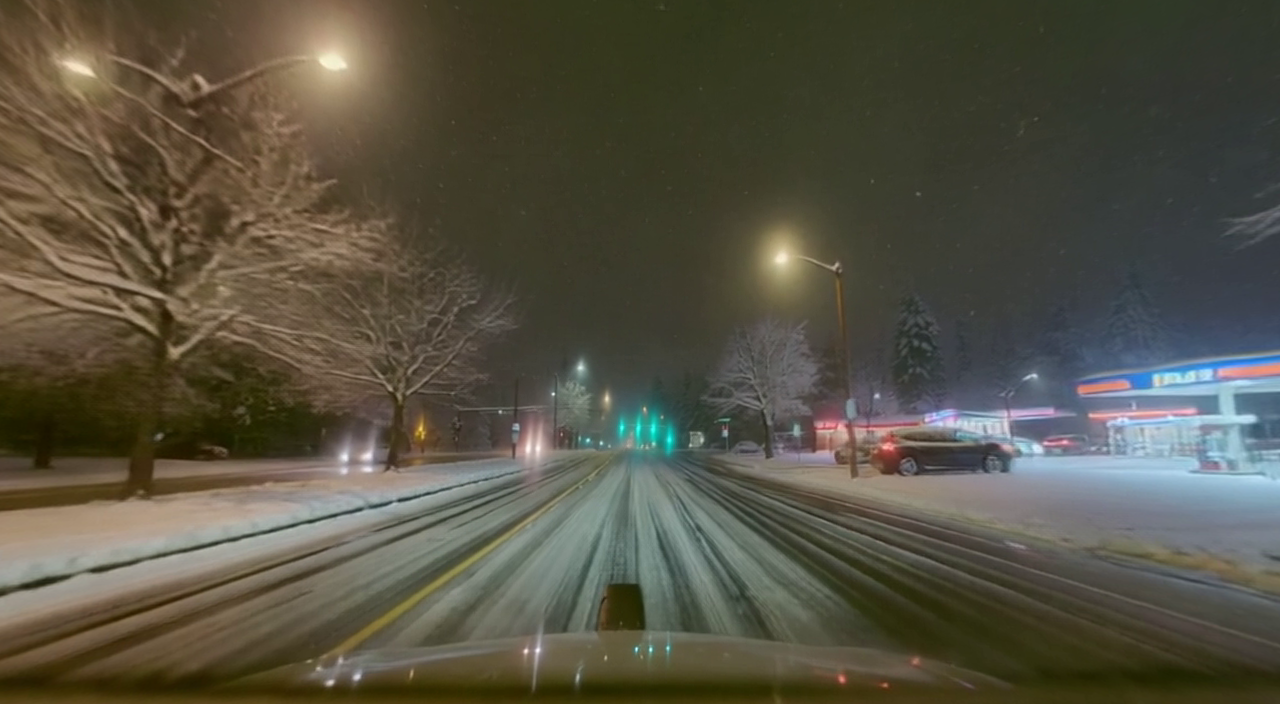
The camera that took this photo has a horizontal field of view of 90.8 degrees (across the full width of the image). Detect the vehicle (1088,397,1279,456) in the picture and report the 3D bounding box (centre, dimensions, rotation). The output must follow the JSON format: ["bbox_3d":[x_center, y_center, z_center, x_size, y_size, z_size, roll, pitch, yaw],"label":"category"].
[{"bbox_3d":[38.001,5.214,43.814,11.260,3.858,3.063,0,-9,0],"label":"vehicle"}]

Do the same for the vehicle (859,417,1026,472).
[{"bbox_3d":[13.300,4.135,28.160,6.063,2.313,2.534,0,-8,1],"label":"vehicle"}]

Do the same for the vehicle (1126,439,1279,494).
[{"bbox_3d":[17.648,3.450,19.353,1.815,1.471,4.398,0,-9,-3],"label":"vehicle"}]

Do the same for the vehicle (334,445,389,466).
[{"bbox_3d":[-20.173,7.486,45.983,1.846,1.461,4.674,0,-8,1],"label":"vehicle"}]
